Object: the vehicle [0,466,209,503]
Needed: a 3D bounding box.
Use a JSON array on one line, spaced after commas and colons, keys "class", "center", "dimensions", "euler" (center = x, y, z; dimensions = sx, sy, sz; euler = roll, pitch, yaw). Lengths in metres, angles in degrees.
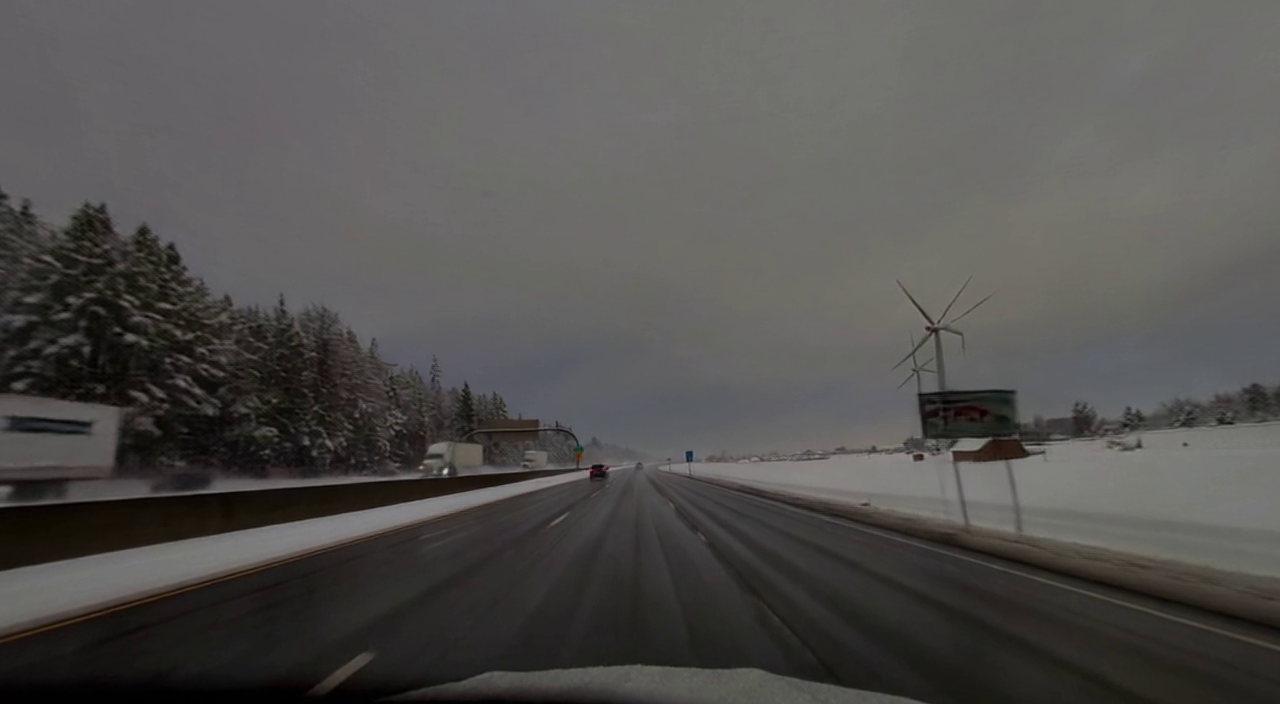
[{"class": "vehicle", "center": [-23.394, 5.304, 25.778], "dimensions": [2.915, 1.222, 12.550], "euler": [1, -10, 0]}]
